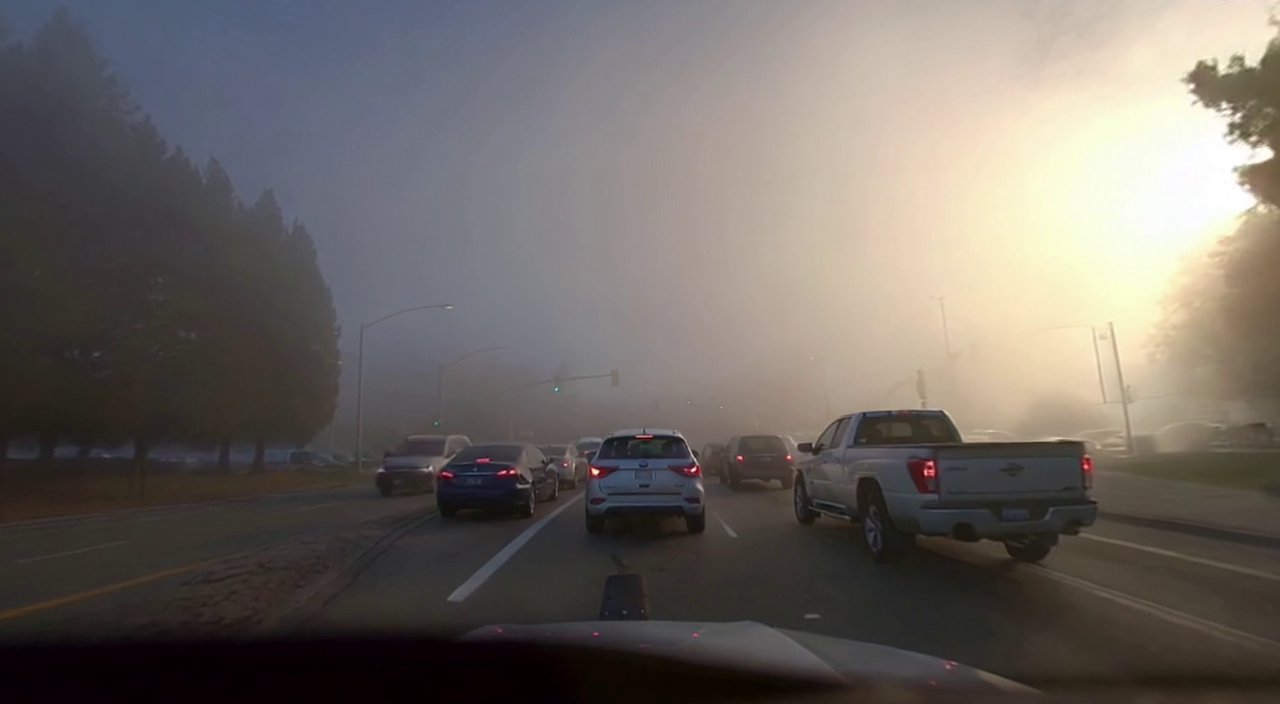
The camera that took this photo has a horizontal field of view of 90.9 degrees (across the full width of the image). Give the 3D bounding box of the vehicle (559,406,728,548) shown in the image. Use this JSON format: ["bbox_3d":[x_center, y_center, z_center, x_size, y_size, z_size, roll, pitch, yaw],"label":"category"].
[{"bbox_3d":[0.106,1.862,9.942,2.113,1.768,3.901,0,-8,2],"label":"vehicle"}]

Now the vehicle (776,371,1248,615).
[{"bbox_3d":[3.482,1.509,7.861,2.317,1.857,5.940,0,-8,1],"label":"vehicle"}]

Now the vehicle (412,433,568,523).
[{"bbox_3d":[-2.761,2.431,12.751,2.023,1.494,4.259,0,-8,1],"label":"vehicle"}]
